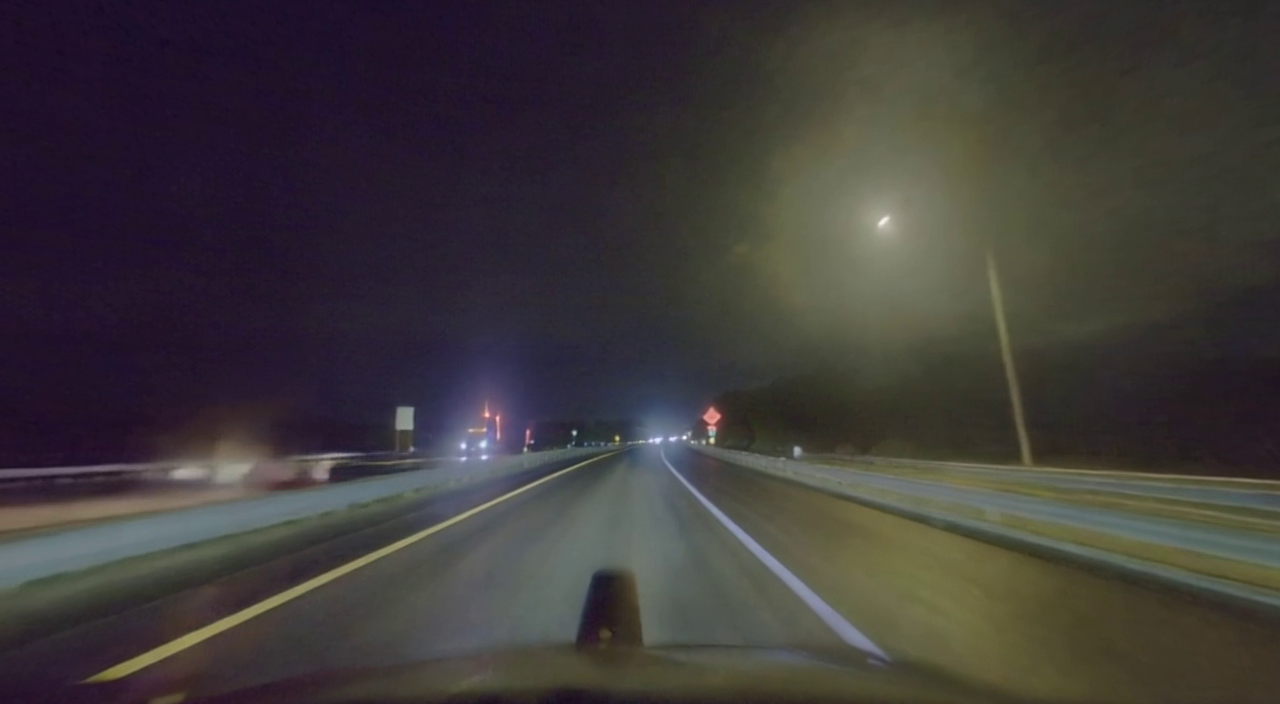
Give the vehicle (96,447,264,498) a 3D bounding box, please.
[{"bbox_3d":[-15.131,3.946,21.156,2.001,1.466,4.916,0,-8,-1],"label":"vehicle"}]
